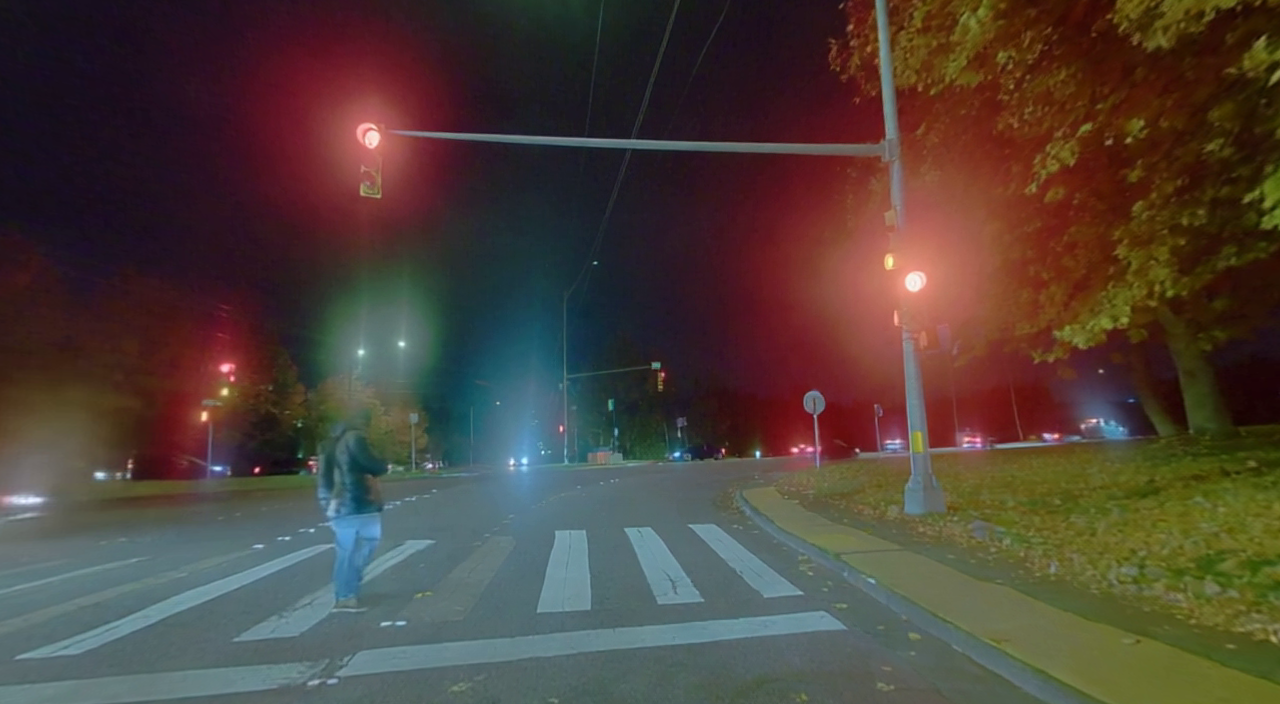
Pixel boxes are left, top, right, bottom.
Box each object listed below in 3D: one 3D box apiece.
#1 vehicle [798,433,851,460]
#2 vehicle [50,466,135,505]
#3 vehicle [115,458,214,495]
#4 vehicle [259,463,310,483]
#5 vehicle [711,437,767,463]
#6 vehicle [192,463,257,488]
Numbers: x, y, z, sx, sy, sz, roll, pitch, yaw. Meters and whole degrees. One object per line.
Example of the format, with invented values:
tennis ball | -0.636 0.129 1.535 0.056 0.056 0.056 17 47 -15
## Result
vehicle | 13.419 6.826 45.371 2.036 1.849 4.811 -7 -11 36
vehicle | -25.420 6.160 29.254 1.694 1.528 4.225 3 -9 -23
vehicle | -27.827 7.272 36.912 2.064 1.913 5.081 0 -9 -4
vehicle | -28.132 9.586 49.757 1.776 1.452 3.920 0 -9 0
vehicle | 6.974 6.846 43.942 1.867 1.743 4.259 -8 -11 40
vehicle | -28.541 8.478 43.184 1.768 1.465 3.972 0 -9 -1
